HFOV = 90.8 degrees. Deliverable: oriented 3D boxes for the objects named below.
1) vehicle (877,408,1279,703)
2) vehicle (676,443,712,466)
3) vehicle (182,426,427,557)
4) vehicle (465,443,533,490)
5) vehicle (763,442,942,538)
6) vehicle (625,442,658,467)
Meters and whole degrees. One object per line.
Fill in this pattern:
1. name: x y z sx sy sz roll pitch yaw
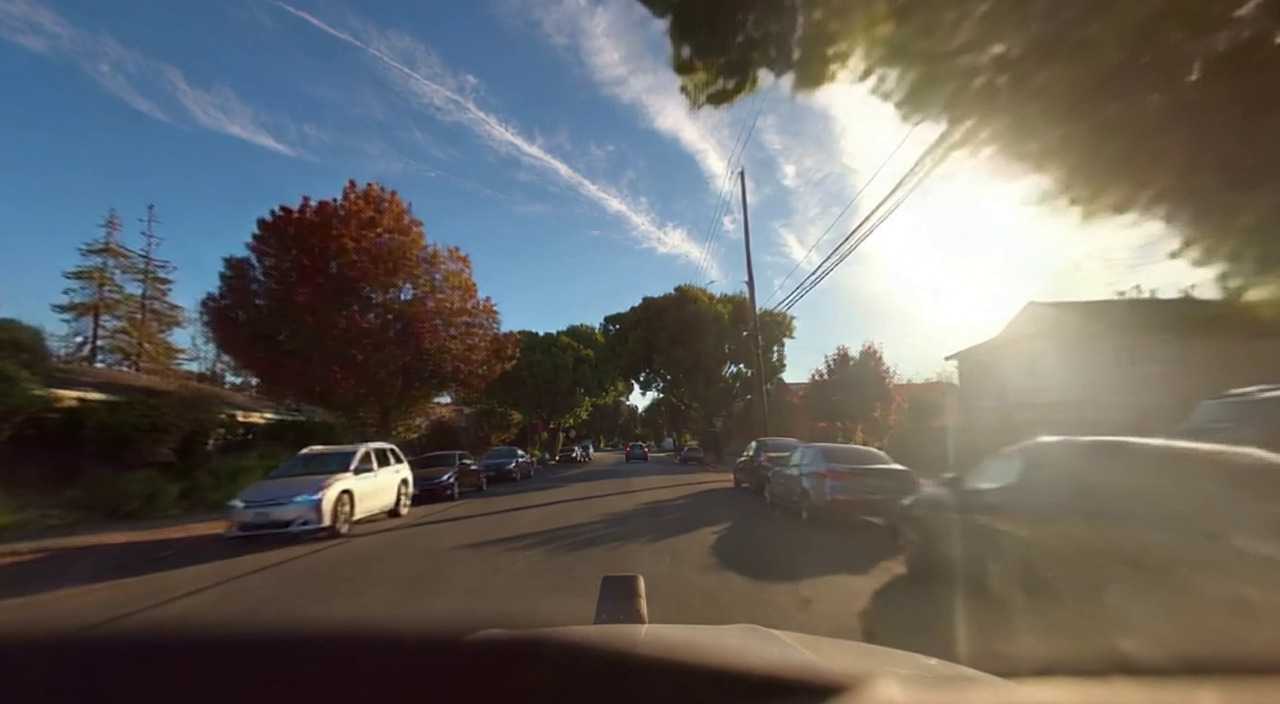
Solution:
1. vehicle: 3.792 1.292 4.820 2.039 1.480 4.831 -1 -9 -1
2. vehicle: 3.948 7.611 46.993 2.144 1.572 5.026 0 -8 0
3. vehicle: -5.925 2.424 12.073 2.115 1.820 5.002 -3 -7 -2
4. vehicle: -6.028 4.891 27.548 1.769 1.572 4.990 -4 -6 0
5. vehicle: 3.691 2.449 11.961 1.789 1.435 4.499 0 -8 0
6. vehicle: 0.053 6.784 41.998 2.062 1.509 4.305 0 -9 -1
